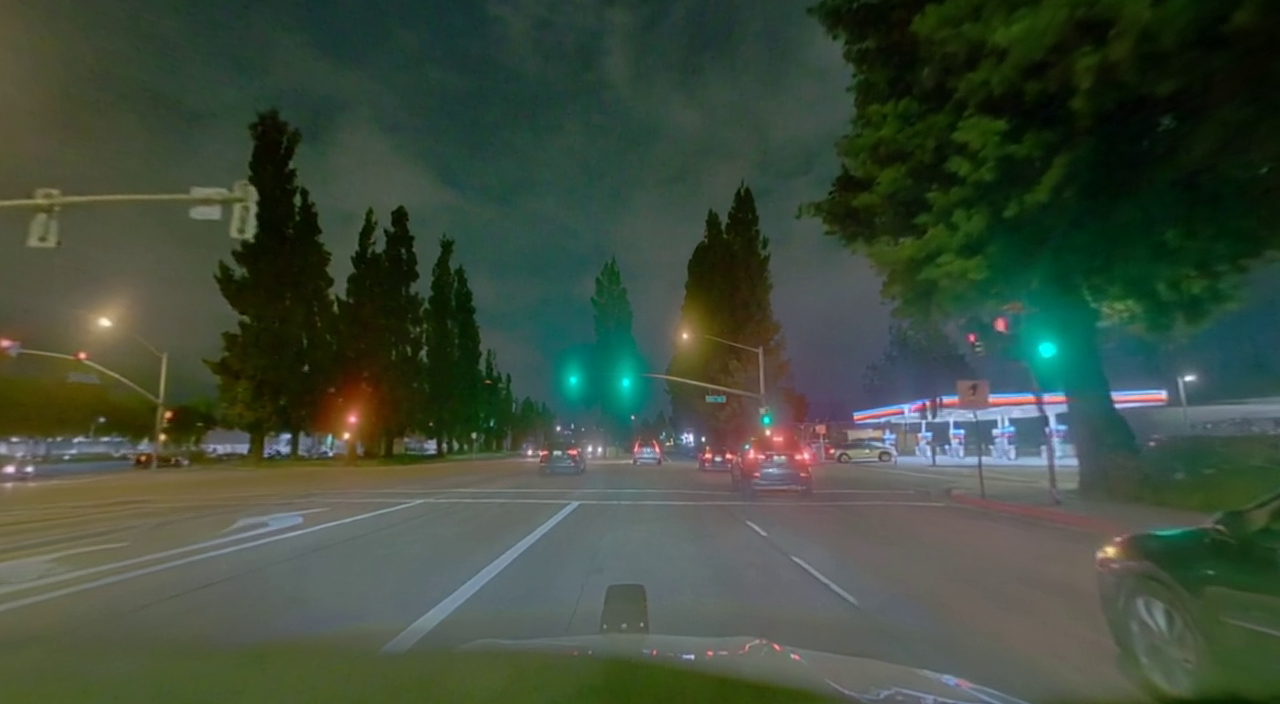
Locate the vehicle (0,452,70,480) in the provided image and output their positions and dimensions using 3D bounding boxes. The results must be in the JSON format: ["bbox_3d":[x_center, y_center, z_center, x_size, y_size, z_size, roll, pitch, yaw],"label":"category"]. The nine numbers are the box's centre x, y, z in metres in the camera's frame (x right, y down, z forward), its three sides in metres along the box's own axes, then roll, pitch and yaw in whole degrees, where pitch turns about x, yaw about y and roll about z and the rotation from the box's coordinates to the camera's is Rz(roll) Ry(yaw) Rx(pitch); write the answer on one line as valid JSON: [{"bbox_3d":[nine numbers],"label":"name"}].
[{"bbox_3d":[-34.211,6.179,34.208,4.652,1.453,1.945,0,-8,0],"label":"vehicle"}]

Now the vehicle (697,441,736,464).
[{"bbox_3d":[5.113,6.796,42.743,2.174,1.462,4.400,0,-8,1],"label":"vehicle"}]

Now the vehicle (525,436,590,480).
[{"bbox_3d":[-3.209,4.214,25.388,2.023,1.607,4.086,0,-8,1],"label":"vehicle"}]

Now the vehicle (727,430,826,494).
[{"bbox_3d":[3.979,3.276,19.139,2.022,1.683,4.171,0,-8,-1],"label":"vehicle"}]

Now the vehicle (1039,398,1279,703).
[{"bbox_3d":[3.624,0.803,1.626,2.038,1.499,4.868,0,-8,1],"label":"vehicle"}]

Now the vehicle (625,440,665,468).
[{"bbox_3d":[0.260,5.760,35.953,2.104,1.477,4.591,0,-8,0],"label":"vehicle"}]
